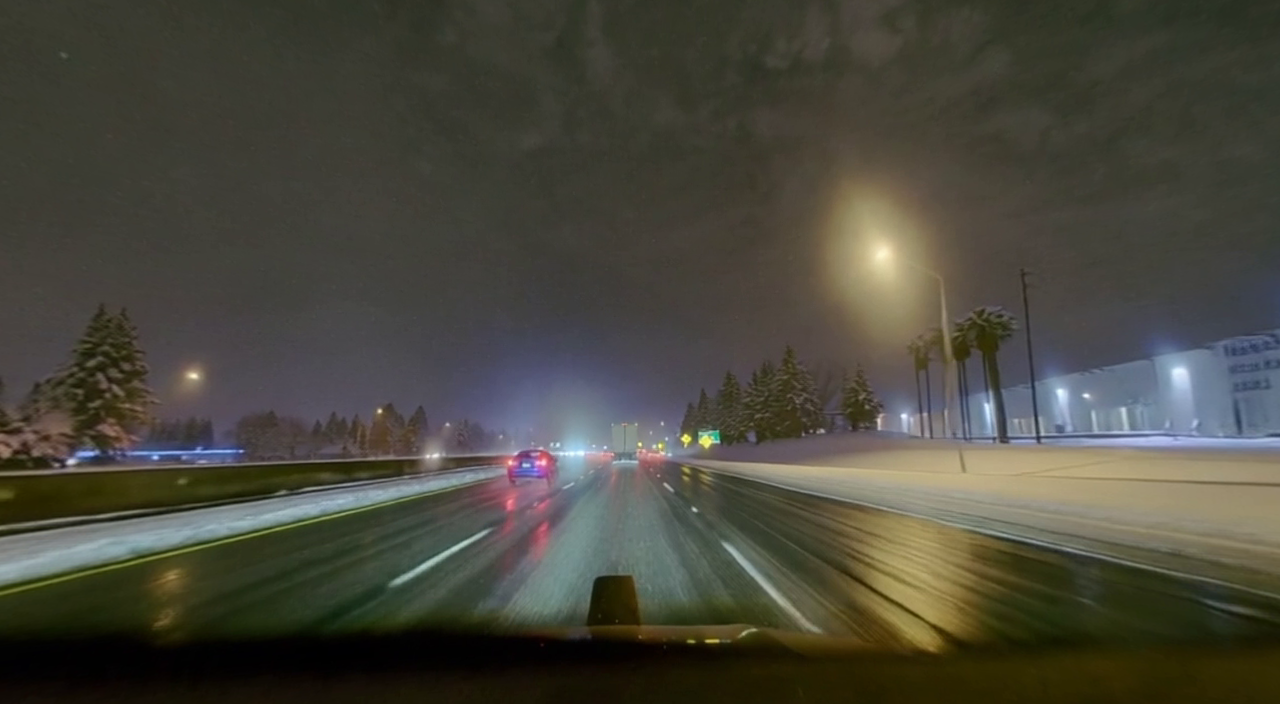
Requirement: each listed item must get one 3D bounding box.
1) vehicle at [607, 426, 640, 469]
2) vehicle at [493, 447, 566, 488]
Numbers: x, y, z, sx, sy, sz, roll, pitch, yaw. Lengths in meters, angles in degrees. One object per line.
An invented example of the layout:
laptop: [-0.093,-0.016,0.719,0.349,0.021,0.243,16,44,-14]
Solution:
vehicle: [-1.238,7.155,47.471,2.364,2.953,6.495,0,-9,-1]
vehicle: [-4.239,4.471,24.904,2.097,1.447,4.291,0,-9,0]
